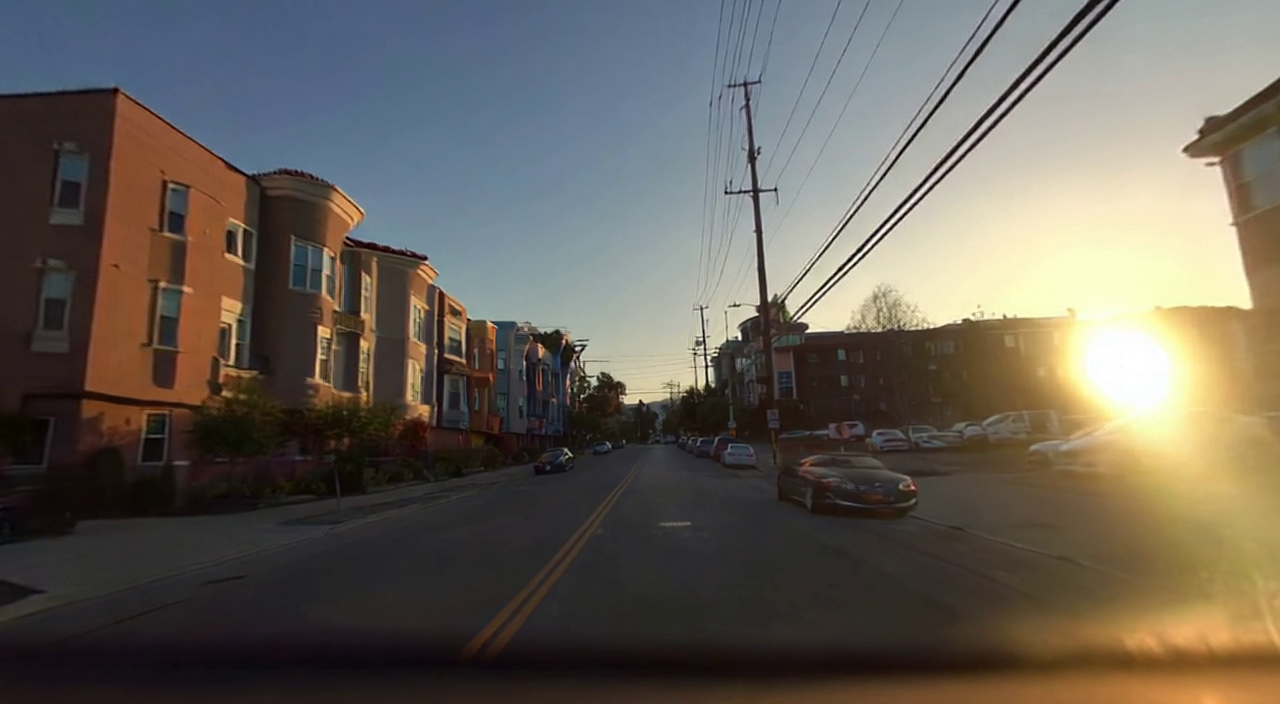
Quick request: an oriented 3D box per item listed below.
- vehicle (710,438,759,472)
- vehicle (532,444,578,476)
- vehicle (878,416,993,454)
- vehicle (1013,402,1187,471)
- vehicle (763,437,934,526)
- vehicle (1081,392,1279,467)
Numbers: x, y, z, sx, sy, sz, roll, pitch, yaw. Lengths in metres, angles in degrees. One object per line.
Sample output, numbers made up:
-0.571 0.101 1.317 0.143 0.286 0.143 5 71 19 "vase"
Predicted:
4.682 5.173 31.821 1.914 1.591 3.892 0 -8 1 "vehicle"
-4.833 6.181 36.433 1.913 1.672 4.267 -1 -8 2 "vehicle"
14.008 4.022 30.210 1.897 1.659 4.648 4 -9 -28 "vehicle"
11.092 2.099 15.556 1.801 1.491 3.488 -1 -8 5 "vehicle"
3.912 2.482 12.844 1.928 1.440 4.738 0 -8 1 "vehicle"
13.278 1.929 15.416 1.997 1.546 4.370 -1 -8 4 "vehicle"
